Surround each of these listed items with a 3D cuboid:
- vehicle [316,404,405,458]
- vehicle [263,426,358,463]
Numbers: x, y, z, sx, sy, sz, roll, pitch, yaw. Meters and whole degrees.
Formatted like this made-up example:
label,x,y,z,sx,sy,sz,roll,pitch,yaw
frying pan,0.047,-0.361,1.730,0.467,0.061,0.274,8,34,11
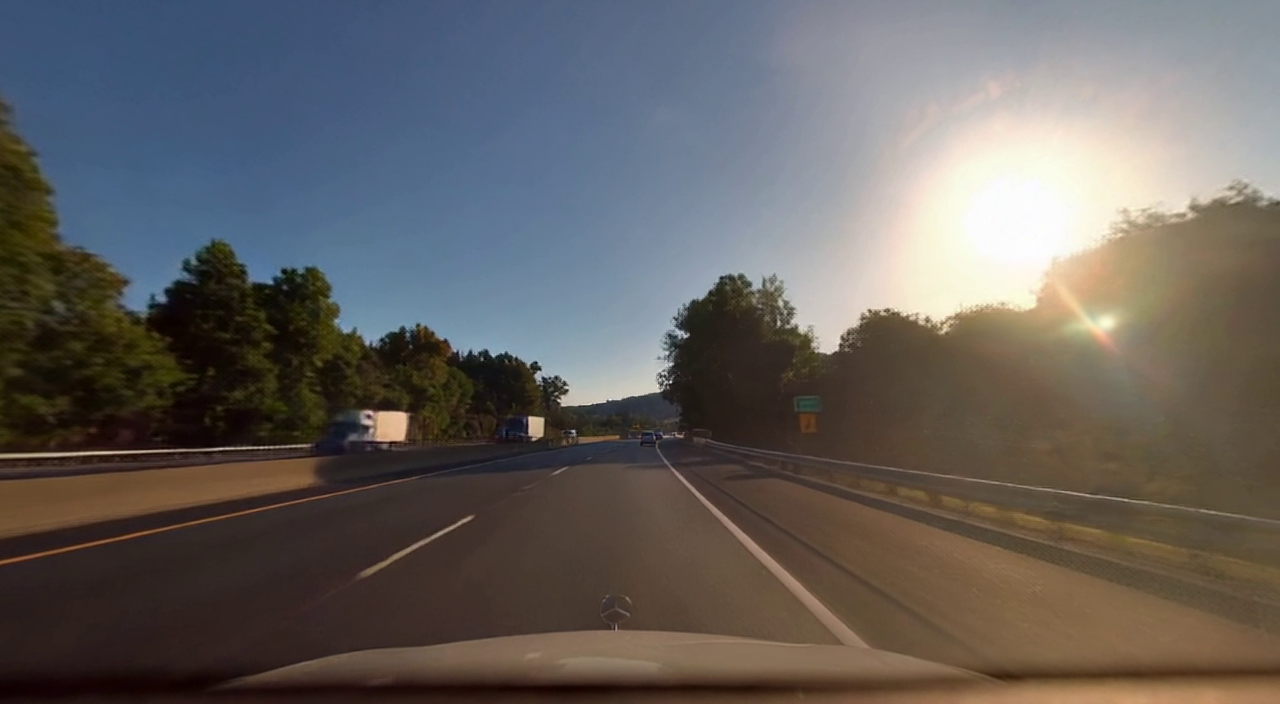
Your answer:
label,x,y,z,sx,sy,sz,roll,pitch,yaw
vehicle,-16.766,4.824,38.314,2.504,2.967,5.931,0,-7,1
vehicle,-16.834,4.746,32.586,1.990,1.748,5.262,0,-7,1
